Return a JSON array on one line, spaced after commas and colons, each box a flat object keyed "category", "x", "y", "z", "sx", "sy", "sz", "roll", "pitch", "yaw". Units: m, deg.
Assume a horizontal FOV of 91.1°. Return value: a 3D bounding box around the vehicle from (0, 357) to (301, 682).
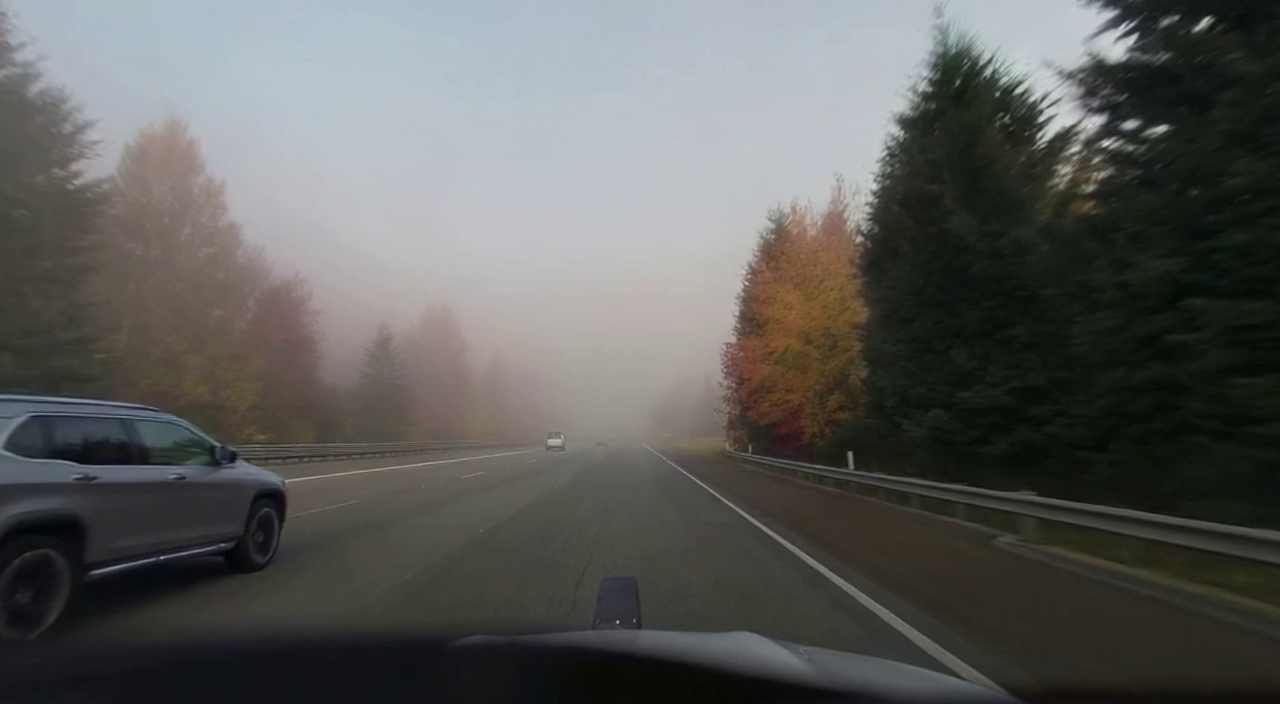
[{"category": "vehicle", "x": -4.333, "y": 0.934, "z": 3.745, "sx": 2.057, "sy": 1.666, "sz": 4.552, "roll": 0, "pitch": -8, "yaw": 0}]
